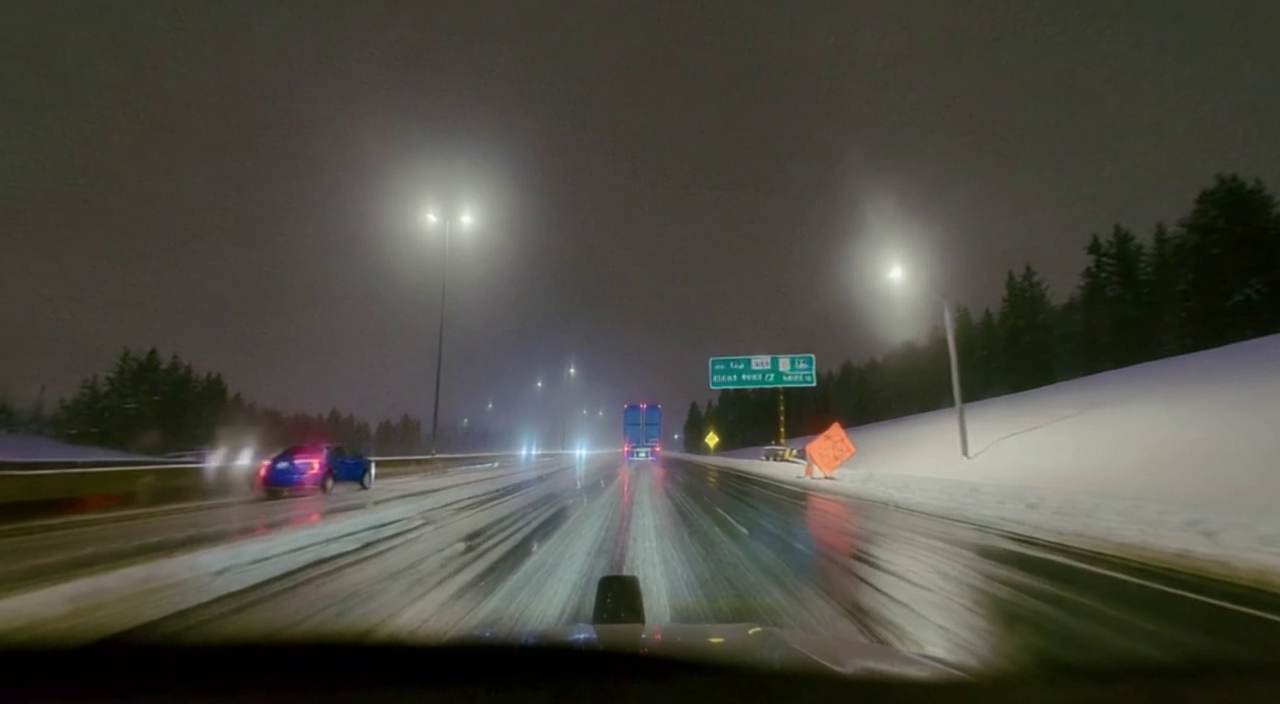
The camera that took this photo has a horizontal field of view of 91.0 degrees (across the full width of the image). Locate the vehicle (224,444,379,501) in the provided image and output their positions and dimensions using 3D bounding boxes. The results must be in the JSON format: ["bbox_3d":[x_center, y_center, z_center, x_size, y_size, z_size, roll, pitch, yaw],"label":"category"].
[{"bbox_3d":[-10.390,3.713,19.913,2.096,1.538,4.998,0,-9,0],"label":"vehicle"}]

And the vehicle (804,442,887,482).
[{"bbox_3d":[9.621,5.196,30.030,2.065,1.698,4.882,0,-9,-3],"label":"vehicle"}]
